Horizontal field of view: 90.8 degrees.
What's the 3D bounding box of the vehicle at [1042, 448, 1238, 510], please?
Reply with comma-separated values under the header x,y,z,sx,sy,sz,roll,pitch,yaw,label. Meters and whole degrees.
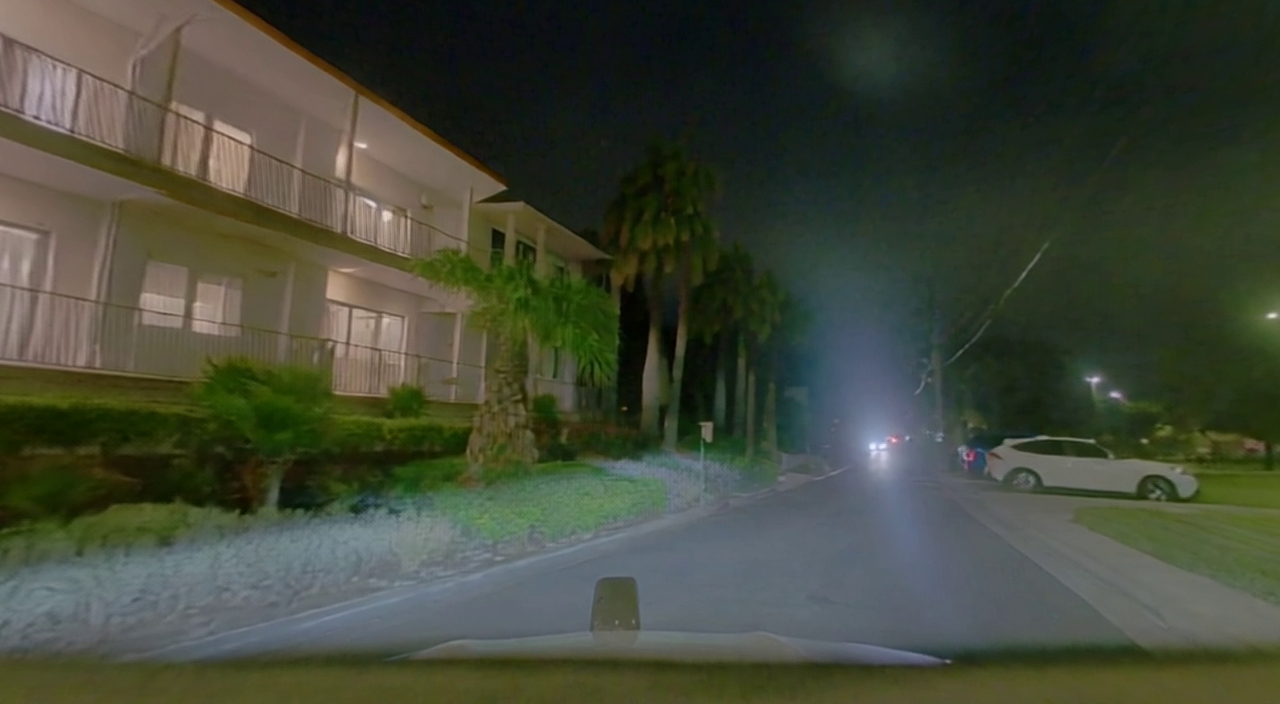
x,y,z,sx,sy,sz,roll,pitch,yaw,label
14.245,3.616,18.361,4.195,1.446,1.979,-3,-11,33,vehicle
